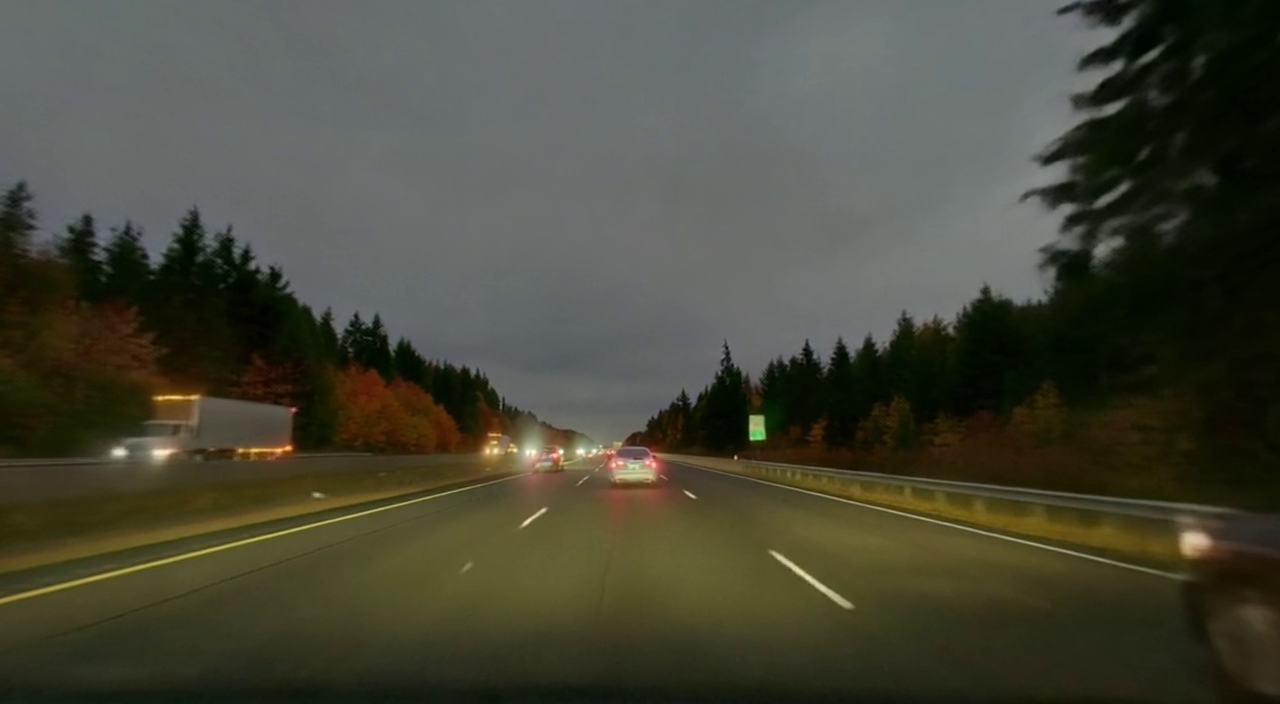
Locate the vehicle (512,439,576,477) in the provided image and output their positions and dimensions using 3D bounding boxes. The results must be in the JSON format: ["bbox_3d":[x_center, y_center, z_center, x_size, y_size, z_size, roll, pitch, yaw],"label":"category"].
[{"bbox_3d":[-4.650,5.218,31.048,2.545,1.679,4.267,0,-9,-1],"label":"vehicle"}]

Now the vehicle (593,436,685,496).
[{"bbox_3d":[-0.081,3.573,19.939,2.634,1.679,4.070,0,-9,-1],"label":"vehicle"}]

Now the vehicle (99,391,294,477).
[{"bbox_3d":[-22.371,4.380,32.685,3.243,3.800,9.564,0,-9,-1],"label":"vehicle"}]
